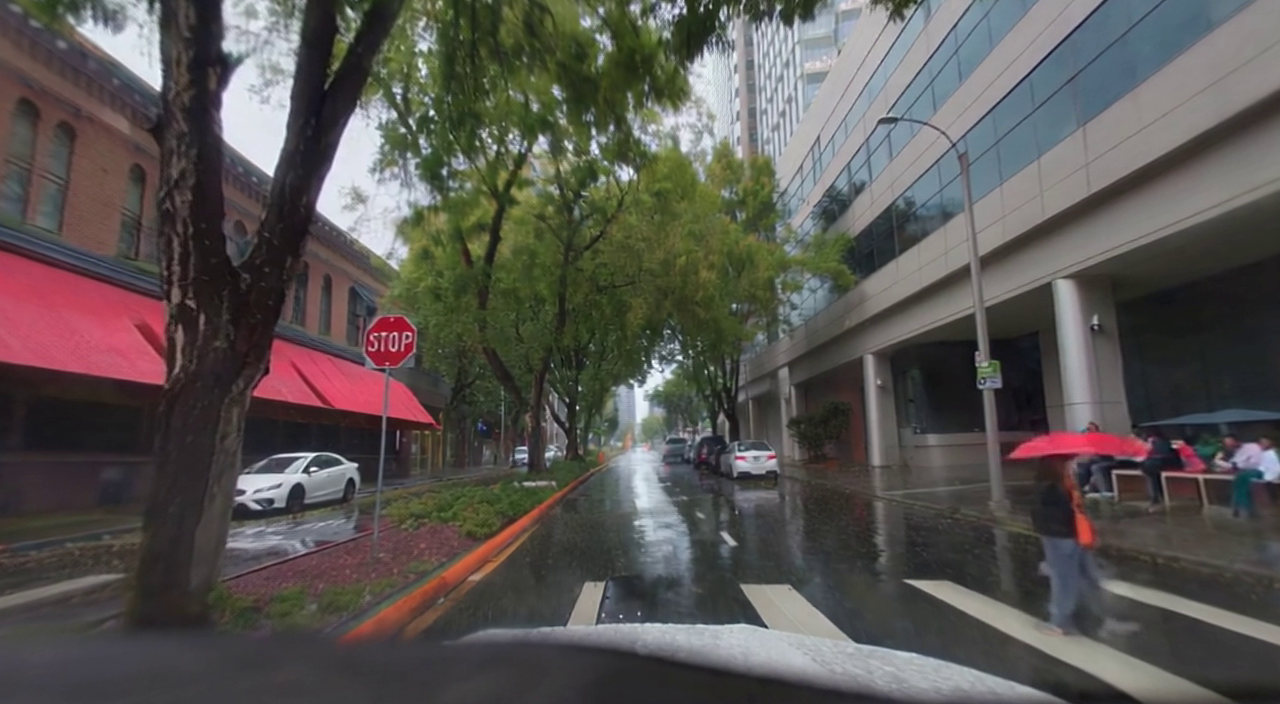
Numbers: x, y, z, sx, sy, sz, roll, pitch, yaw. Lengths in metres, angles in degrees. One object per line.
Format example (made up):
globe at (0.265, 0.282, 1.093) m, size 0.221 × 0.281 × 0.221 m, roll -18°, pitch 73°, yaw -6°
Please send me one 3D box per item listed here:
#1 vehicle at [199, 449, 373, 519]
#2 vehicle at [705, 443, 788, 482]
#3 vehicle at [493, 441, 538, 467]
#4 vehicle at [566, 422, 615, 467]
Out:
vehicle at (-8.794, 3.274, 16.254) m, size 2.007 × 1.503 × 4.343 m, roll 0°, pitch -8°, yaw -1°
vehicle at (4.584, 4.597, 26.701) m, size 1.858 × 1.491 × 4.329 m, roll -5°, pitch -10°, yaw 33°
vehicle at (-8.870, 7.288, 45.290) m, size 2.256 × 1.802 × 4.333 m, roll 0°, pitch -8°, yaw 2°
vehicle at (-2.989, 5.805, 39.832) m, size 2.317 × 2.596 × 6.053 m, roll 0°, pitch -8°, yaw 3°
